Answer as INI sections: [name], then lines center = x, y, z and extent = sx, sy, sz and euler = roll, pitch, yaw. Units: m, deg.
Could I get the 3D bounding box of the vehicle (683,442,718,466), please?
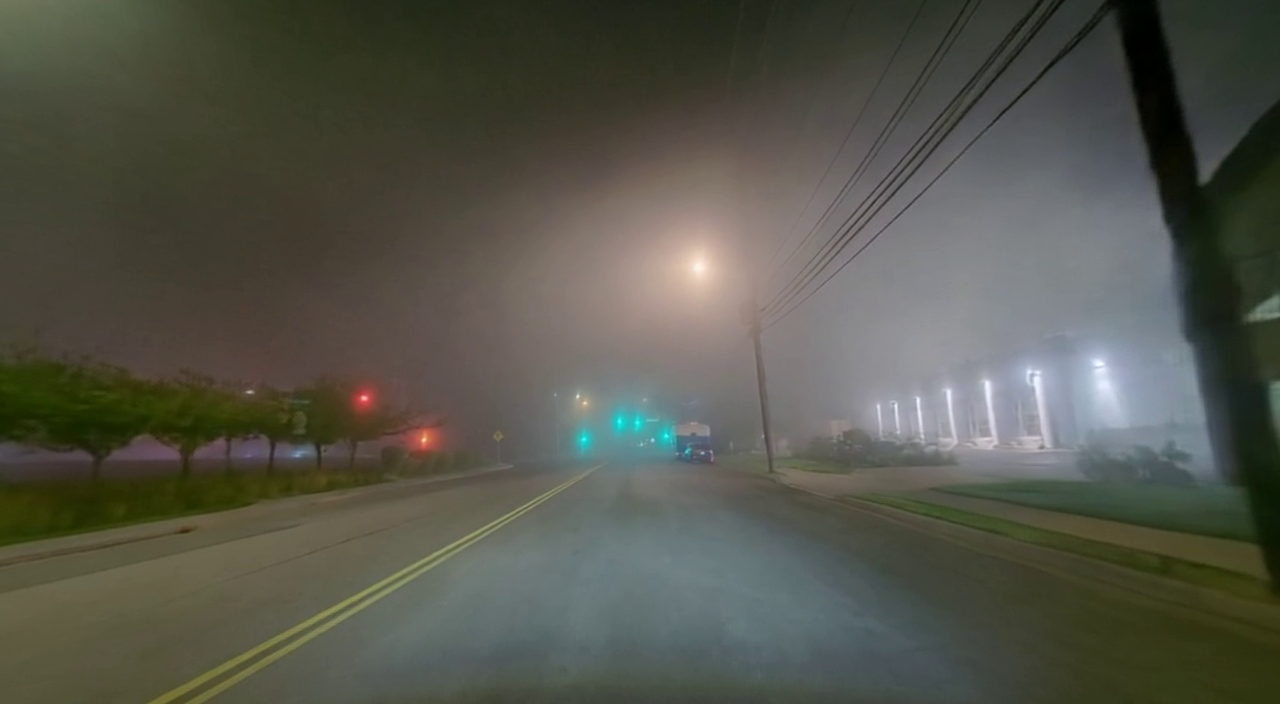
[vehicle]
center = 4.132, 7.026, 43.626
extent = 1.852, 1.497, 3.672
euler = -2, -8, -2
